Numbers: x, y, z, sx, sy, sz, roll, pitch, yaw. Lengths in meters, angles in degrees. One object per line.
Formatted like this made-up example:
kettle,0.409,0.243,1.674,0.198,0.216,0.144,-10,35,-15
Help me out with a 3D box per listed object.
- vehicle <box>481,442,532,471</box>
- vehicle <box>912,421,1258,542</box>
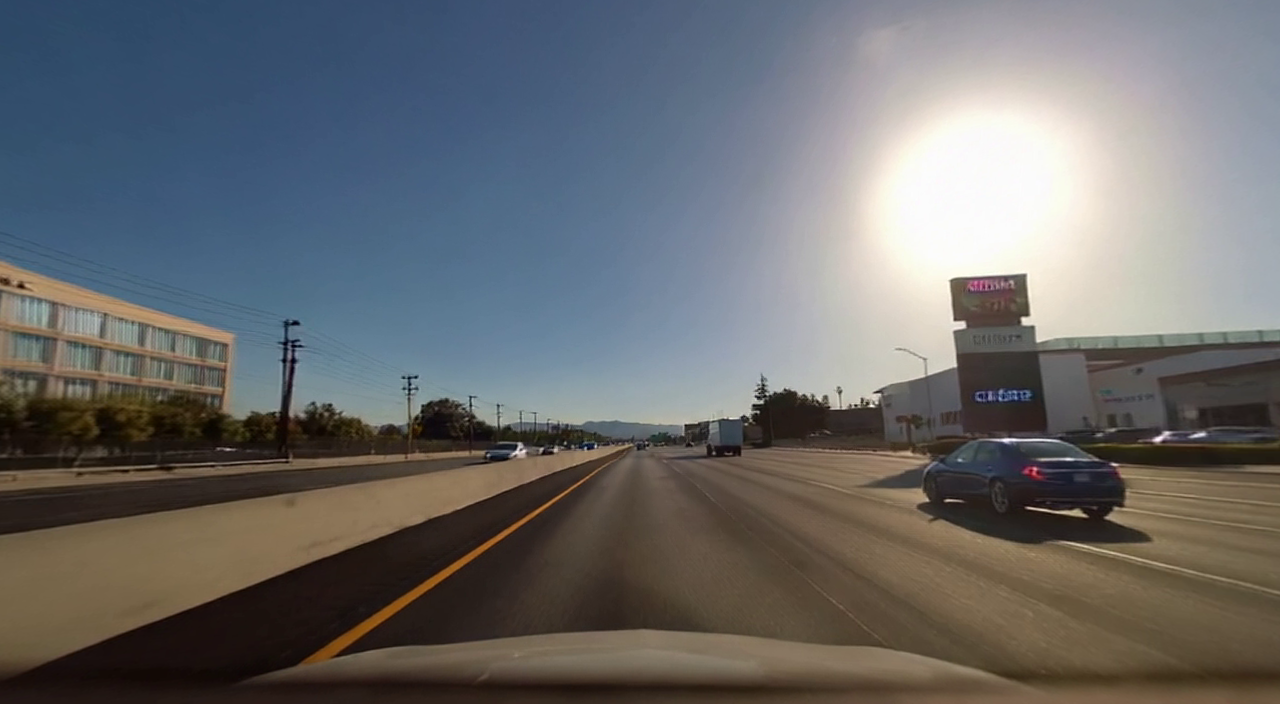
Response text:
vehicle,-7.361,5.771,35.040,1.831,1.486,4.449,0,-8,1
vehicle,6.766,2.019,10.543,2.079,1.518,5.032,0,-8,-1
